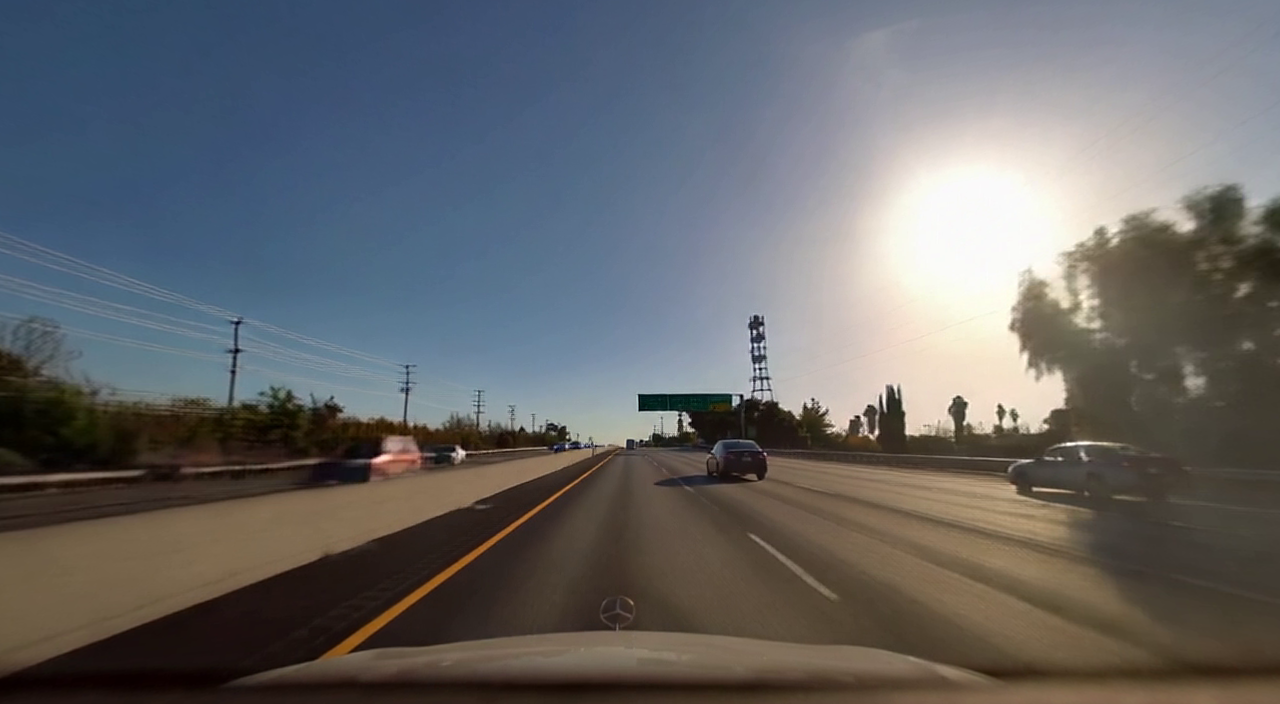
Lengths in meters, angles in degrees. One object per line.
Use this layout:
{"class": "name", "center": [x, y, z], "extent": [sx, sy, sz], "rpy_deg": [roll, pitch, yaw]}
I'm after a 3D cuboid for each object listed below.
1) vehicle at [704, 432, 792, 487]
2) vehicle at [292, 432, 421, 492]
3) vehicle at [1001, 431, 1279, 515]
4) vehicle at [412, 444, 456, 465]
{"class": "vehicle", "center": [3.419, 3.484, 20.774], "extent": [2.018, 1.600, 4.121], "rpy_deg": [0, -9, -2]}
{"class": "vehicle", "center": [-7.878, 3.079, 18.021], "extent": [1.860, 1.503, 3.883], "rpy_deg": [0, -9, 0]}
{"class": "vehicle", "center": [10.582, 2.577, 14.051], "extent": [1.987, 1.502, 5.130], "rpy_deg": [0, -9, -1]}
{"class": "vehicle", "center": [-15.550, 7.734, 47.902], "extent": [1.851, 1.513, 4.241], "rpy_deg": [0, -8, 0]}
